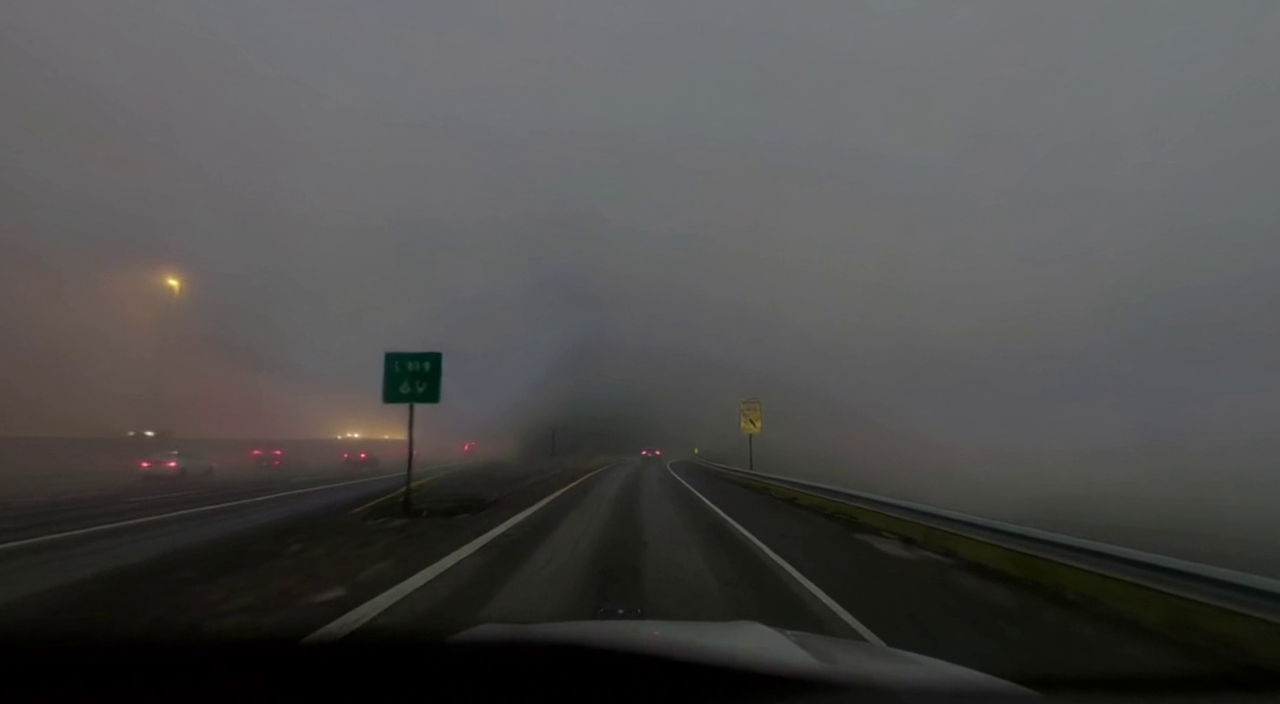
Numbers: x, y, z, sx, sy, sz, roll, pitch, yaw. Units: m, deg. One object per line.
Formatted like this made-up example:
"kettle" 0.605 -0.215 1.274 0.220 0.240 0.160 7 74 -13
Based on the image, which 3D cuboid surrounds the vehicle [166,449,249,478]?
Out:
"vehicle" -29.180 7.536 42.747 2.220 1.806 5.471 1 -9 -6
